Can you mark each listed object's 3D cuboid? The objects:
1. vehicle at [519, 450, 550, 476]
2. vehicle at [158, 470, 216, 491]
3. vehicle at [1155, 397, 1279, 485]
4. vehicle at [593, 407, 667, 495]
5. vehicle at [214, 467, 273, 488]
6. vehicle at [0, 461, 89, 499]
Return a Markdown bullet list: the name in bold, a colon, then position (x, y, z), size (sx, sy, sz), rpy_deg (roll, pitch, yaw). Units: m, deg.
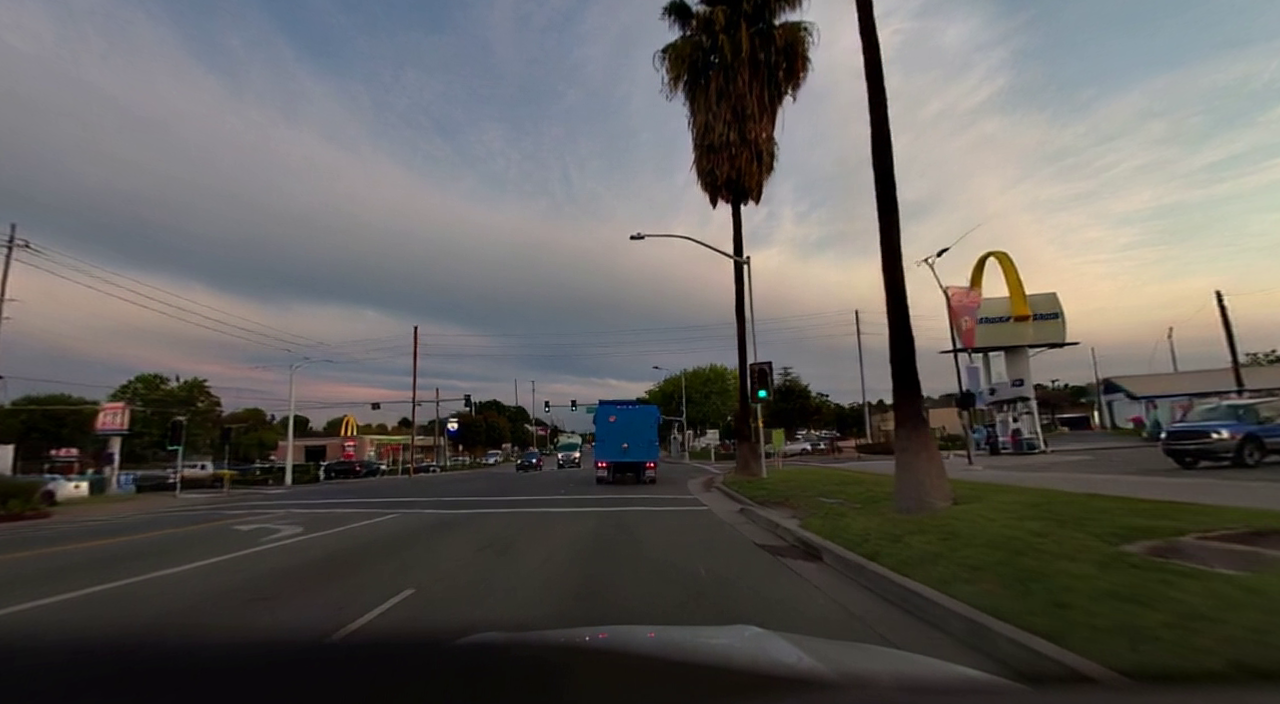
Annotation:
- **vehicle**: position (-7.519, 7.863, 45.021), size (1.997, 1.679, 4.263), rpy_deg (1, -9, -9)
- **vehicle**: position (-35.736, 10.126, 49.925), size (1.834, 1.383, 3.707), rpy_deg (0, -8, 0)
- **vehicle**: position (15.782, 2.297, 16.249), size (5.078, 1.937, 2.326), rpy_deg (6, -10, -33)
- **vehicle**: position (-0.221, 3.795, 24.528), size (2.463, 2.954, 5.938), rpy_deg (0, -8, 3)
- **vehicle**: position (-31.029, 9.813, 49.618), size (1.766, 1.428, 4.337), rpy_deg (0, -8, 1)
- **vehicle**: position (-28.173, 5.772, 28.675), size (4.303, 1.567, 2.021), rpy_deg (5, -10, -29)
